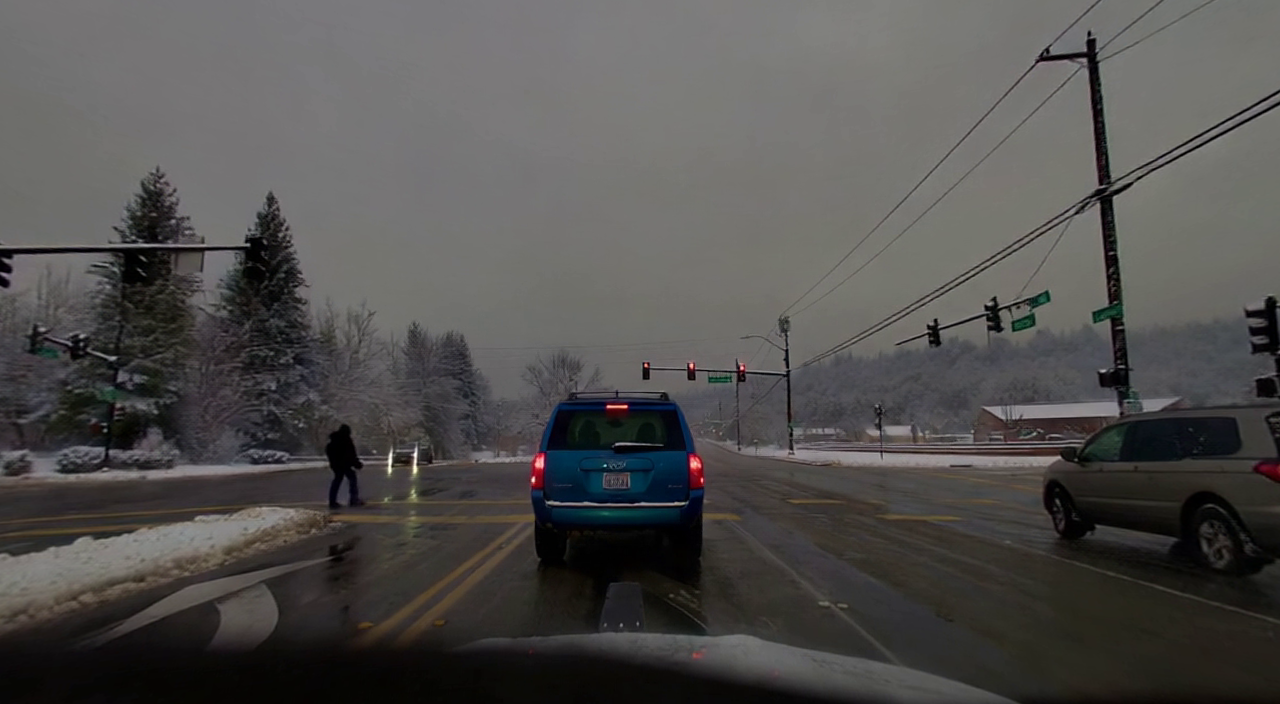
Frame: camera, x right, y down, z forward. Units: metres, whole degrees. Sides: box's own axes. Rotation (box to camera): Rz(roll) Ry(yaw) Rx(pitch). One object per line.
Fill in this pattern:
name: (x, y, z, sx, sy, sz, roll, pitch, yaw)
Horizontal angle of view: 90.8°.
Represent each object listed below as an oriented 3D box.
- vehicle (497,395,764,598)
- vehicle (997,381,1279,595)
vehicle: (-0.111, 1.562, 7.641, 2.285, 1.729, 4.252, 0, -9, -1)
vehicle: (6.580, 1.437, 7.239, 2.119, 1.827, 4.806, 0, -9, 0)
